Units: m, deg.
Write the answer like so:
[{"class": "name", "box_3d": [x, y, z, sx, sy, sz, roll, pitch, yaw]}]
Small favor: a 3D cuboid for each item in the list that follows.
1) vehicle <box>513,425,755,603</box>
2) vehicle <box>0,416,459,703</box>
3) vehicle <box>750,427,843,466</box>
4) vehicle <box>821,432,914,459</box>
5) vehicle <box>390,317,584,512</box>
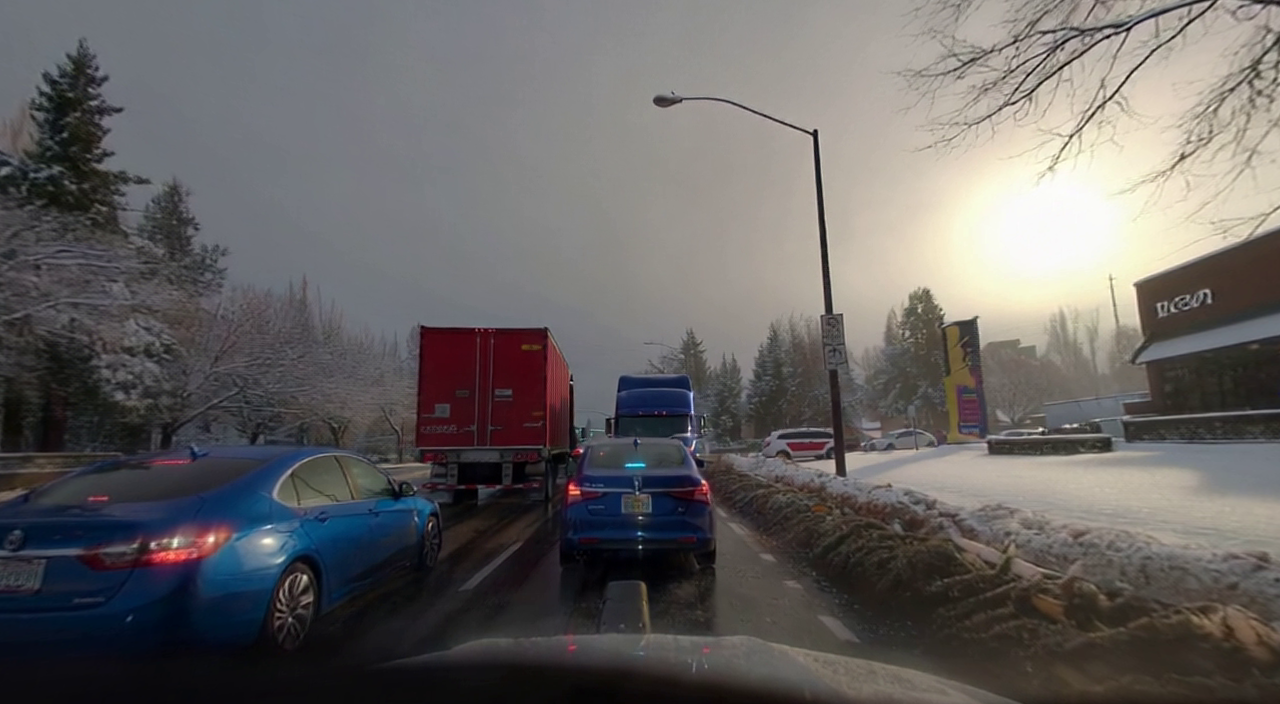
[{"class": "vehicle", "box_3d": [-0.096, 1.691, 7.493, 2.067, 1.506, 4.118, 0, -8, -1]}, {"class": "vehicle", "box_3d": [-3.097, 1.359, 5.070, 1.969, 1.471, 4.378, 0, -8, 0]}, {"class": "vehicle", "box_3d": [8.020, 4.915, 32.690, 2.061, 1.845, 4.829, 4, -9, -25]}, {"class": "vehicle", "box_3d": [12.843, 5.327, 35.671, 4.574, 1.478, 1.880, 0, -8, 3]}, {"class": "vehicle", "box_3d": [-3.261, 1.698, 15.752, 3.020, 3.800, 7.105, 0, -8, 0]}]
